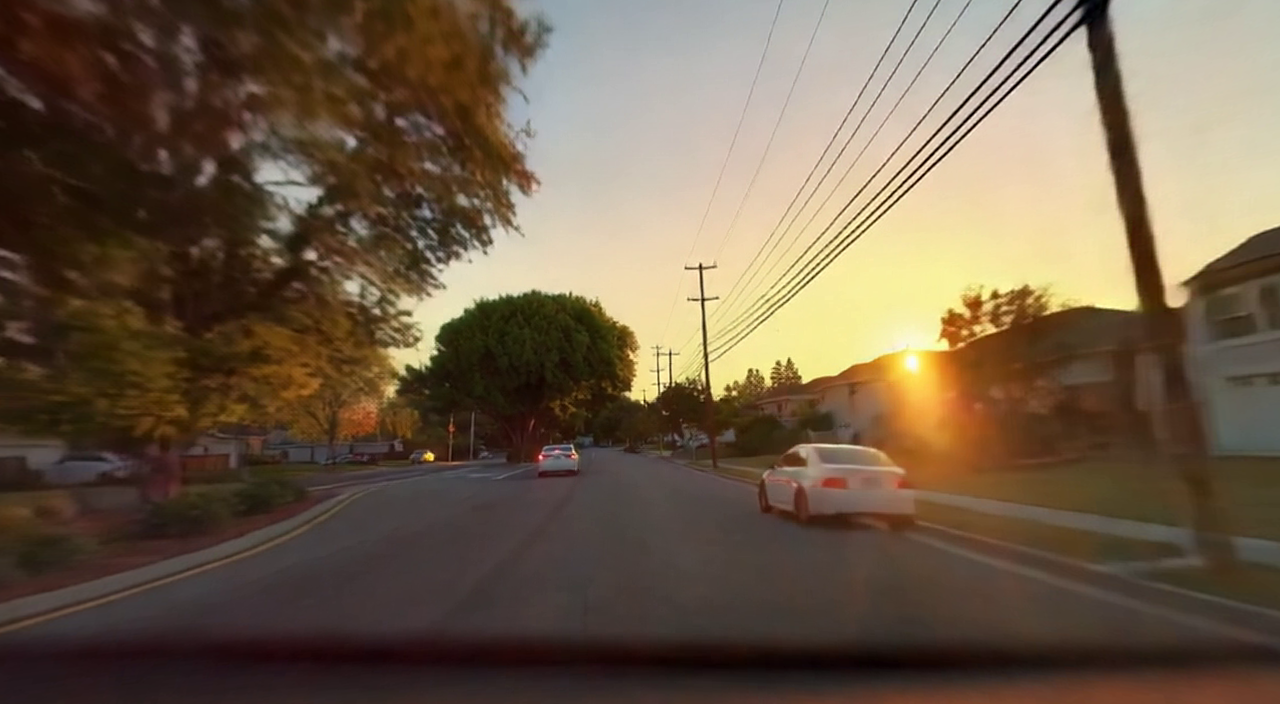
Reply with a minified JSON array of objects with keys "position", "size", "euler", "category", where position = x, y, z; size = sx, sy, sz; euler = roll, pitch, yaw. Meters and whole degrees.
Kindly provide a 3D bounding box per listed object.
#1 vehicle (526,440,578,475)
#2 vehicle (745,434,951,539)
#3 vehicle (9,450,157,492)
[{"position":[-4.014,4.878,29.583],"size":[2.041,1.471,4.602],"euler":[0,-8,-3],"category":"vehicle"},{"position":[3.328,2.240,11.288],"size":[2.074,1.450,4.621],"euler":[0,-8,0],"category":"vehicle"},{"position":[-25.910,5.515,29.576],"size":[4.661,1.800,2.045],"euler":[1,-8,-12],"category":"vehicle"}]
